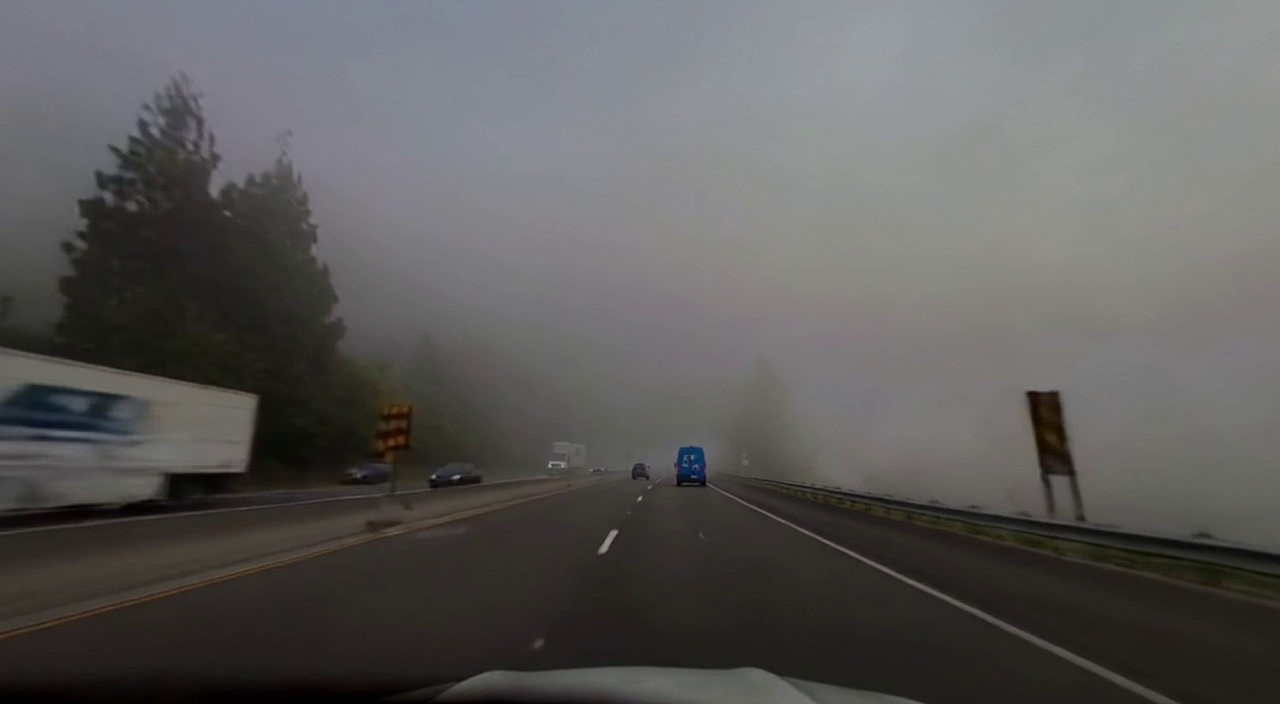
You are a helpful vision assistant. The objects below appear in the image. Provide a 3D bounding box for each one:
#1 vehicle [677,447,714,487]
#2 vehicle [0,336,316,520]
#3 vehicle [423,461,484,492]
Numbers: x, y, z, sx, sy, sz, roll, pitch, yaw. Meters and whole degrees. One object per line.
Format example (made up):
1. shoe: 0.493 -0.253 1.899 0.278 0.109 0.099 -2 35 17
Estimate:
1. vehicle: 3.829 8.128 44.562 2.366 2.595 5.793 0 -11 3
2. vehicle: -14.922 2.634 19.348 2.961 3.965 11.561 1 -10 4
3. vehicle: -10.172 6.826 34.632 1.907 1.528 4.108 0 -11 2
